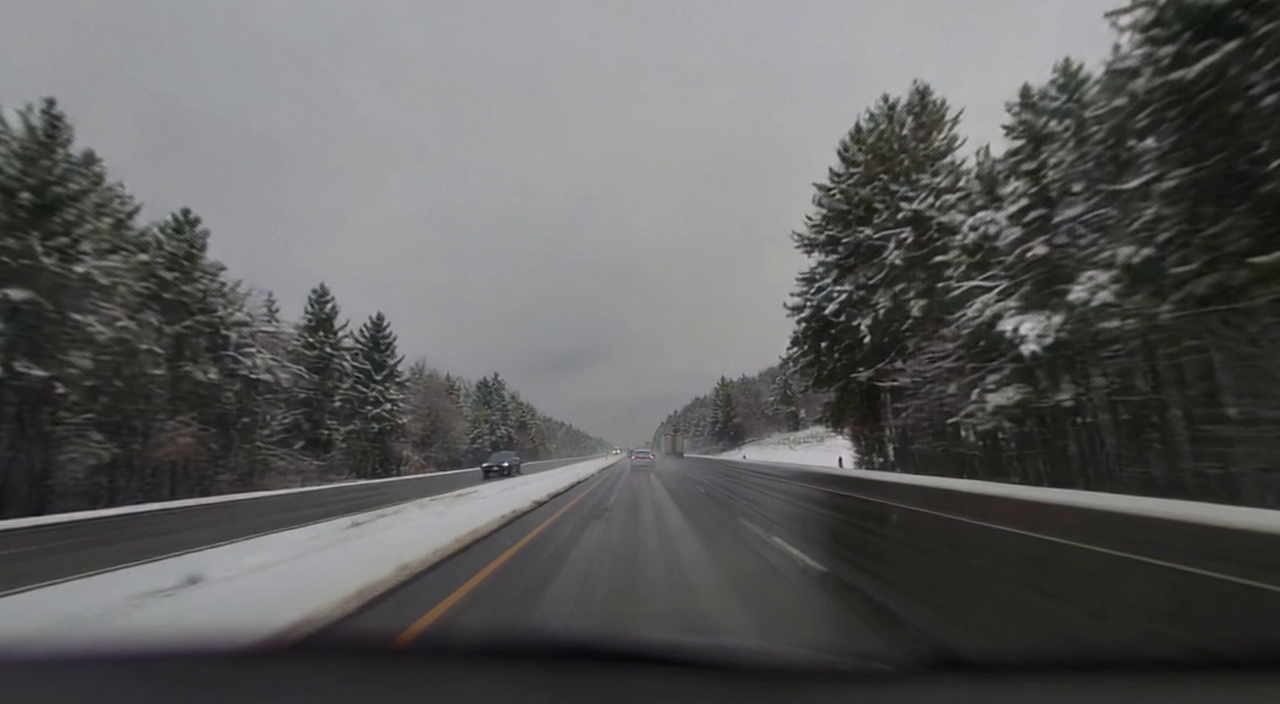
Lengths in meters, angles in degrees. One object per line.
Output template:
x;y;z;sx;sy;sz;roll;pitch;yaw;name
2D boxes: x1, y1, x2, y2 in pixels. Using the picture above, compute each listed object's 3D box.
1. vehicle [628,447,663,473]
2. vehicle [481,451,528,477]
0.312;6.268;36.659;1.926;1.386;3.615;0;-9;0;vehicle
-8.187;6.792;38.450;1.889;1.488;4.263;0;-9;0;vehicle
